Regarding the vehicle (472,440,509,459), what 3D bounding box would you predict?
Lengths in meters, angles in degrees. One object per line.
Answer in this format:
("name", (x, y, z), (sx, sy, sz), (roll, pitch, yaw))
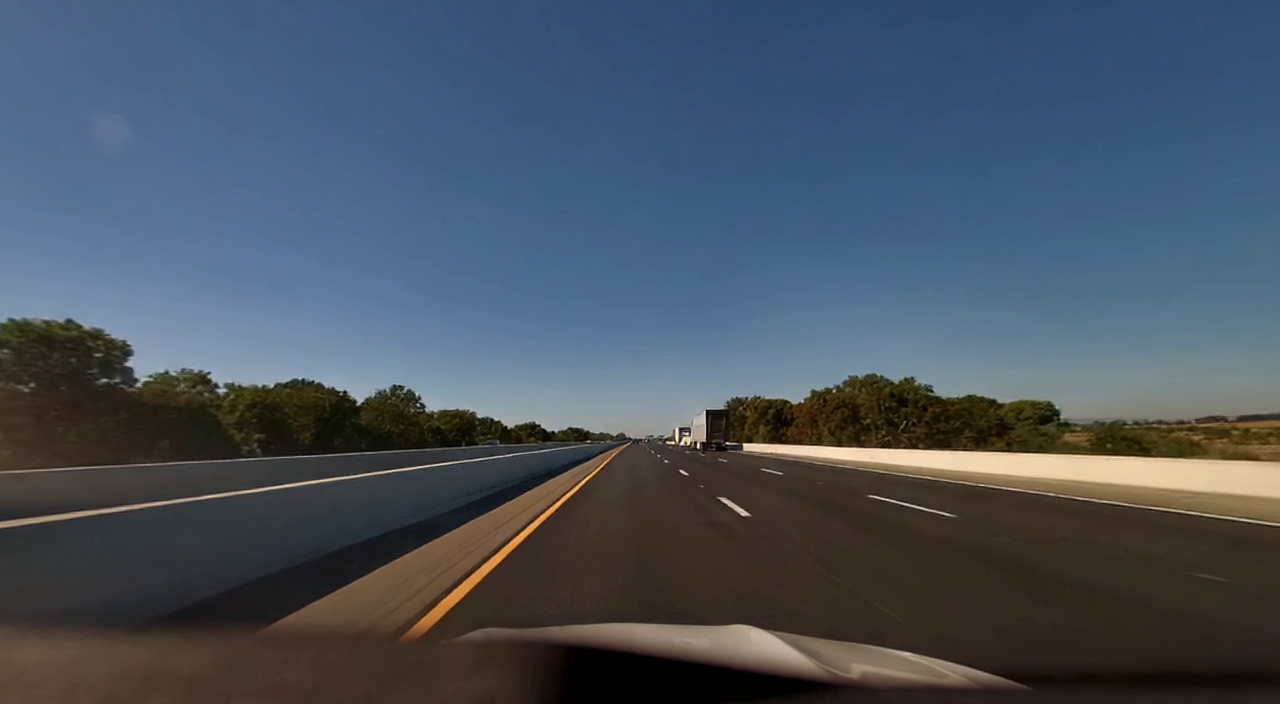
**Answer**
("vehicle", (-11.769, 7.686, 49.781), (1.939, 1.470, 3.994), (-1, -8, 0))
